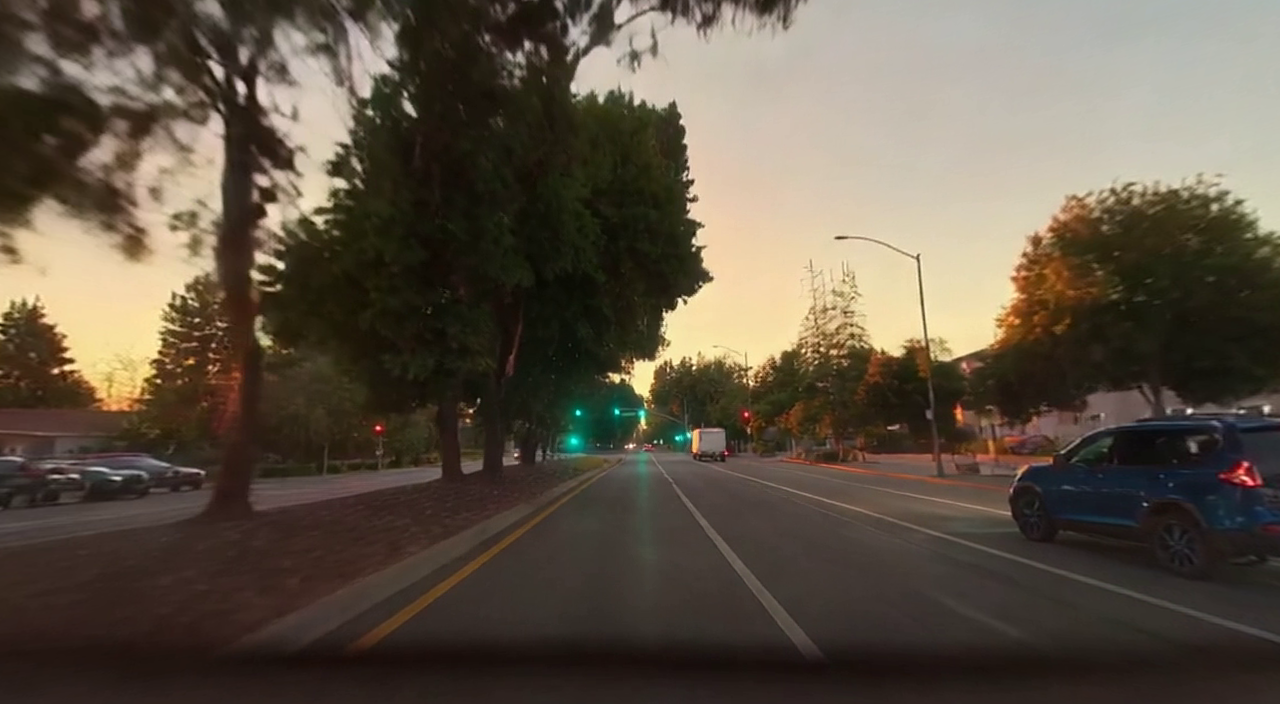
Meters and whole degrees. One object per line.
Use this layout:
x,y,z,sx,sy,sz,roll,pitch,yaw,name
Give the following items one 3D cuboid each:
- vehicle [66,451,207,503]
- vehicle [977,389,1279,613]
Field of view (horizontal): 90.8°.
-19.372,4.791,24.614,2.060,1.665,4.282,-3,-8,-1,vehicle
6.041,1.468,6.973,2.012,1.754,4.635,0,-8,0,vehicle
